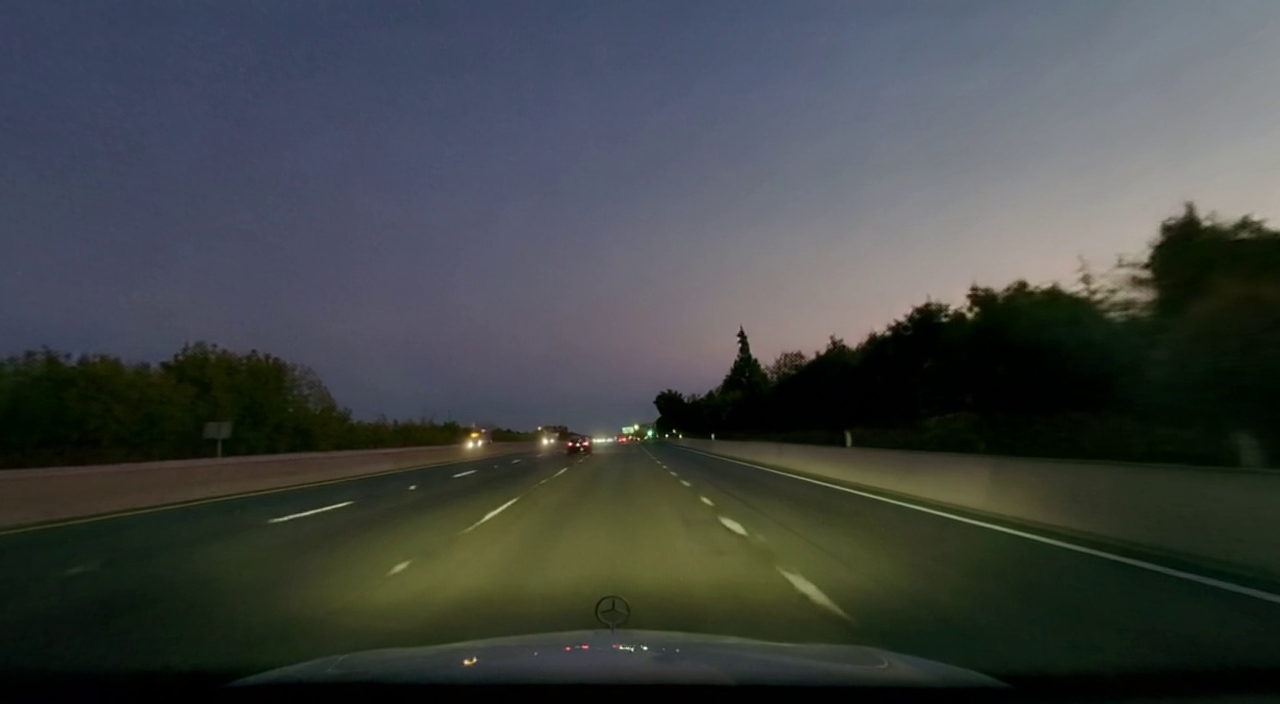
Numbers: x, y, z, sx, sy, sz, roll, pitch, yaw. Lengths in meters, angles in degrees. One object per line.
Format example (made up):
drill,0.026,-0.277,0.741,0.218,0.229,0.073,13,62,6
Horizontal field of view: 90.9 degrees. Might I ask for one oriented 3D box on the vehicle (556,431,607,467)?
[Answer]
vehicle,-2.564,4.377,28.669,2.000,1.491,3.913,0,-7,-1
